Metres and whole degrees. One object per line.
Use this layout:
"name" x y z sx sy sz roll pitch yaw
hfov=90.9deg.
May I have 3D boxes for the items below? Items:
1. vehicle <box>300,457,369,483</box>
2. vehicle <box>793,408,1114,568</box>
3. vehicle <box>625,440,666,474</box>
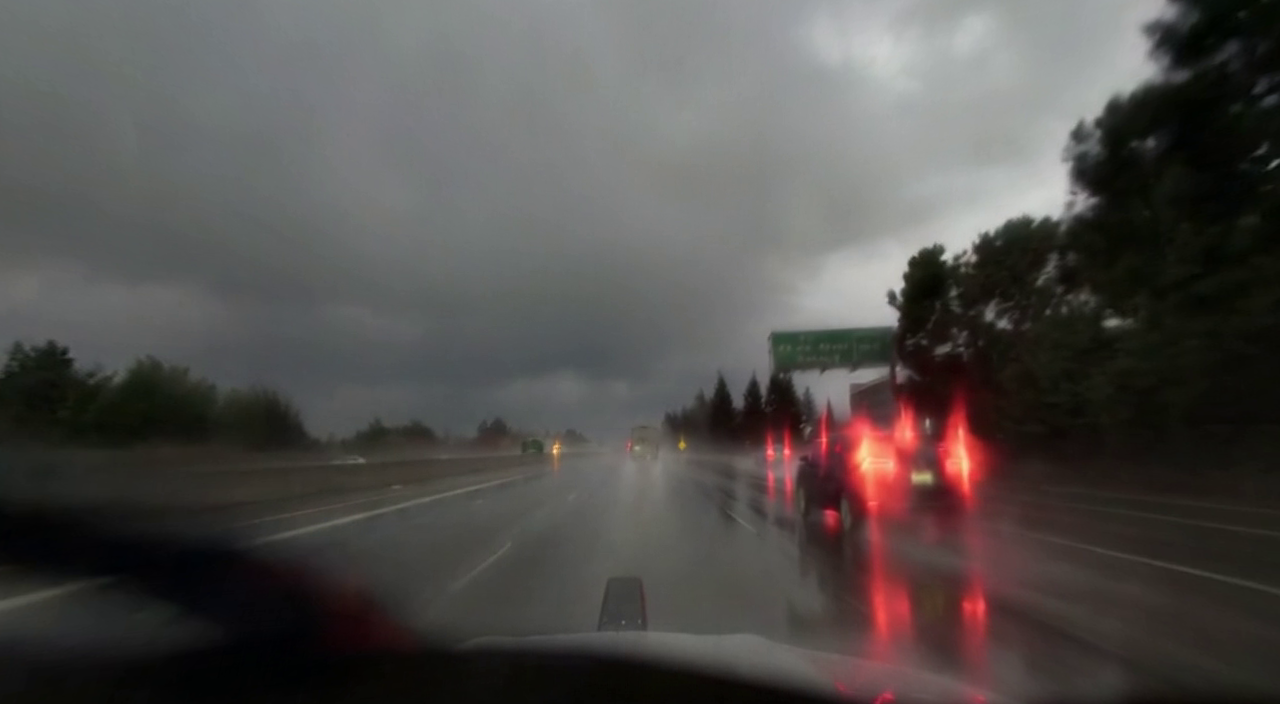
"vehicle" -19.171 7.404 39.803 1.889 1.486 4.749 0 -9 1
"vehicle" 3.786 1.780 8.969 2.008 1.595 5.082 0 -9 1
"vehicle" 0.249 5.464 32.945 2.015 1.639 4.086 0 -9 0
